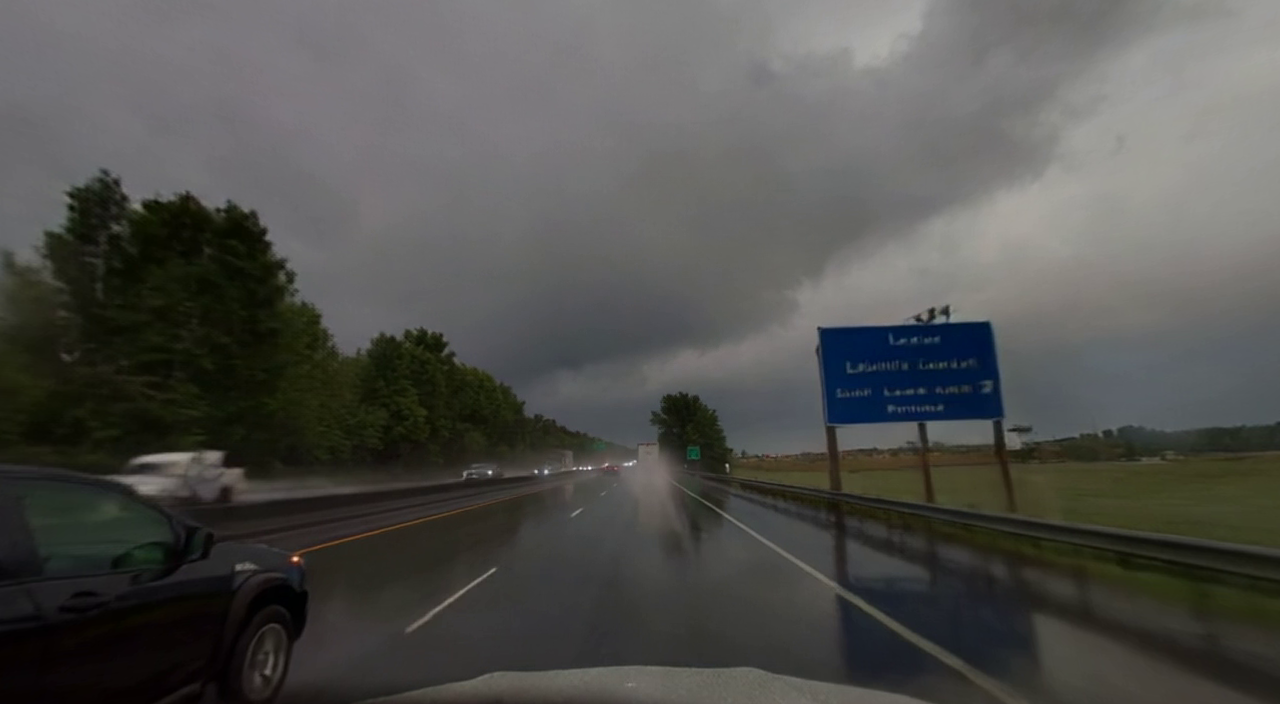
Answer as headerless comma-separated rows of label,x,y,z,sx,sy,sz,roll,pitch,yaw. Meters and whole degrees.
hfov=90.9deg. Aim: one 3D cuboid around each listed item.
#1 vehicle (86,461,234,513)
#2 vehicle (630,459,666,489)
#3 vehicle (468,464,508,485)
vehicle,-15.997,4.500,21.298,1.823,1.554,3.847,0,-10,1
vehicle,0.477,7.422,38.381,2.048,1.663,4.377,1,-10,0
vehicle,-11.023,8.921,45.954,1.798,1.447,4.131,0,-10,1
